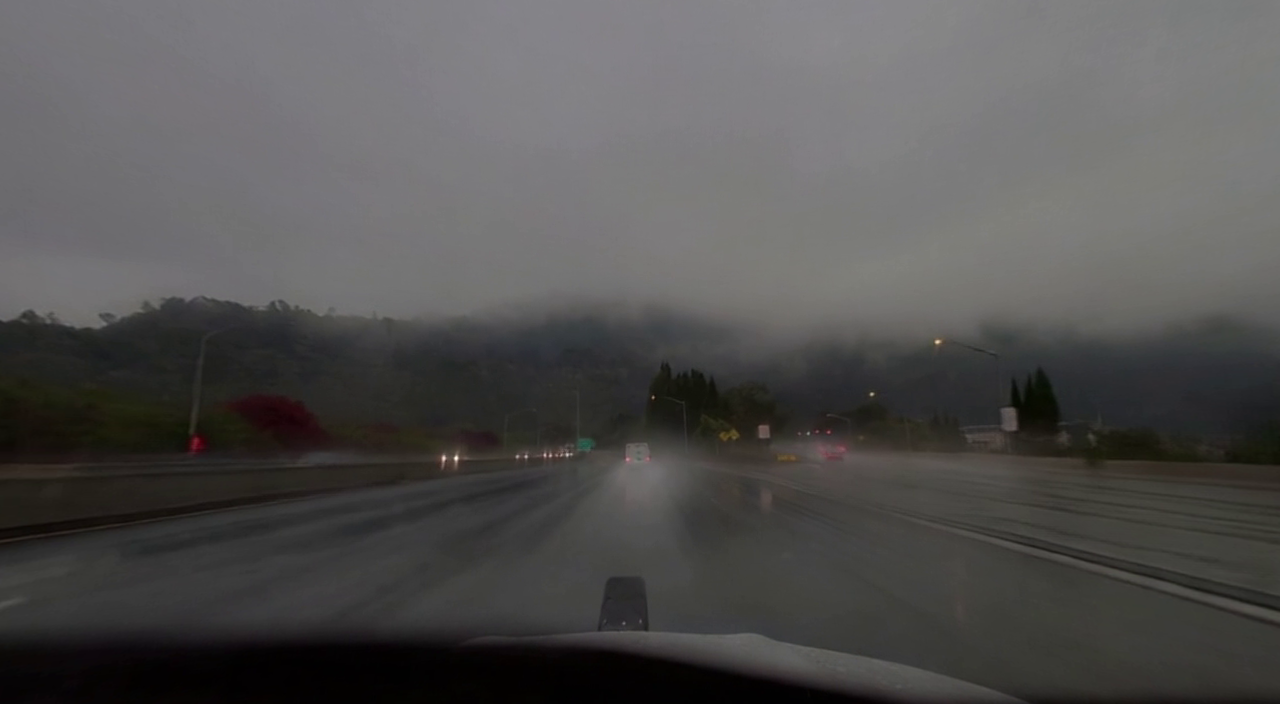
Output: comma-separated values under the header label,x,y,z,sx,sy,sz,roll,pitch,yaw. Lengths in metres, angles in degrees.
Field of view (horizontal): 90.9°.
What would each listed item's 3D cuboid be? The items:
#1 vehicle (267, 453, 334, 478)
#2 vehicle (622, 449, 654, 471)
label,x,y,z,sx,sy,sz,roll,pitch,yaw
vehicle,-22.737,7.591,42.441,1.891,1.572,4.543,0,-9,2
vehicle,-0.182,7.758,45.664,2.193,1.497,4.337,0,-9,-1
